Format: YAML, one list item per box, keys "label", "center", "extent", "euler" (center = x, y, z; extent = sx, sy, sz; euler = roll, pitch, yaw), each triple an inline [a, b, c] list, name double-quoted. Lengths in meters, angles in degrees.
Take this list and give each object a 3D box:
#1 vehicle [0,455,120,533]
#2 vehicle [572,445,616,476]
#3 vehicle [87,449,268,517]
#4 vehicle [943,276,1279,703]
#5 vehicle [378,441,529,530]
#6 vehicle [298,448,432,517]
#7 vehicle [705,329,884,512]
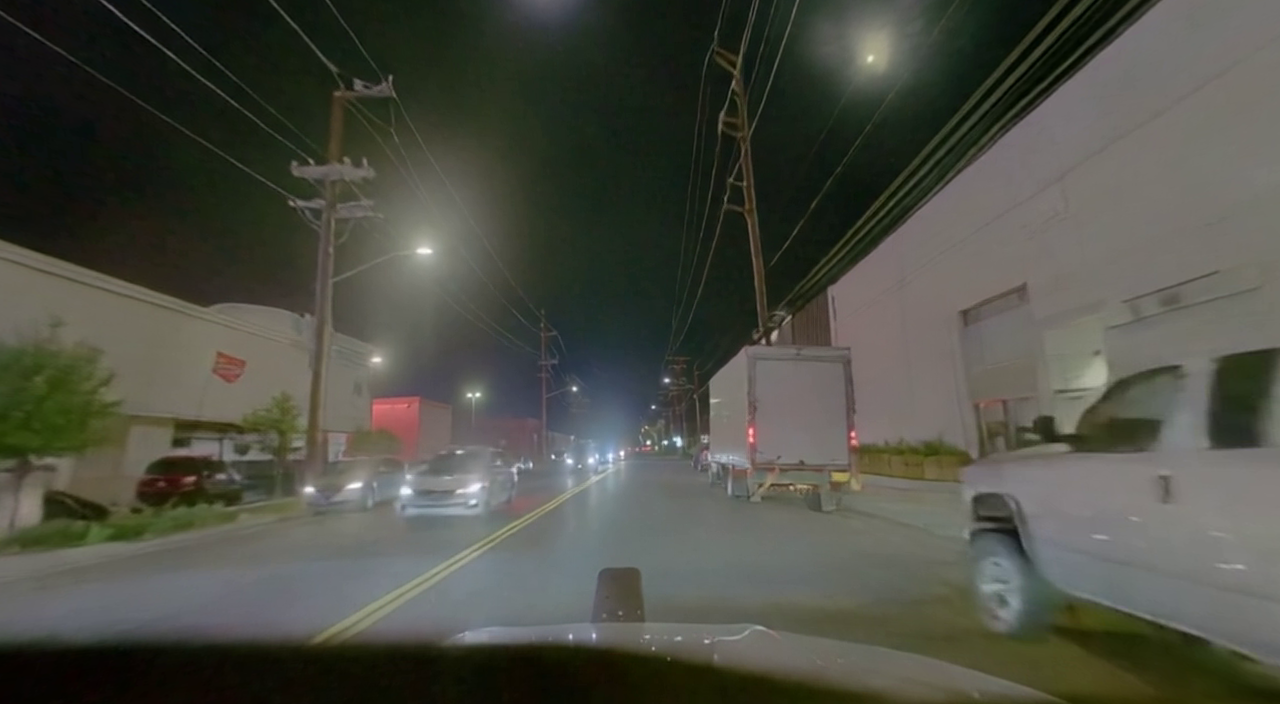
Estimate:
- label: "vehicle"
  center: [-14.484, 3.233, 14.323]
  extent: [1.869, 1.633, 4.092]
  euler: [-5, -10, 1]
- label: "vehicle"
  center: [-2.656, 6.347, 37.165]
  extent: [2.061, 1.679, 4.042]
  euler: [-1, -9, 3]
- label: "vehicle"
  center: [-14.284, 4.034, 19.992]
  extent: [2.001, 1.838, 4.855]
  euler: [0, -9, 0]
- label: "vehicle"
  center: [3.636, 0.672, 2.145]
  extent: [2.249, 2.026, 6.211]
  euler: [0, -9, 1]
- label: "vehicle"
  center: [-3.877, 2.832, 13.957]
  extent: [2.020, 1.528, 4.258]
  euler: [-3, -9, 0]
- label: "vehicle"
  center: [-8.110, 3.827, 19.185]
  extent: [1.954, 1.622, 4.761]
  euler: [-5, -9, 0]
- label: "vehicle"
  center: [3.664, 2.078, 17.491]
  extent: [2.874, 3.757, 8.612]
  euler: [1, -9, 1]
